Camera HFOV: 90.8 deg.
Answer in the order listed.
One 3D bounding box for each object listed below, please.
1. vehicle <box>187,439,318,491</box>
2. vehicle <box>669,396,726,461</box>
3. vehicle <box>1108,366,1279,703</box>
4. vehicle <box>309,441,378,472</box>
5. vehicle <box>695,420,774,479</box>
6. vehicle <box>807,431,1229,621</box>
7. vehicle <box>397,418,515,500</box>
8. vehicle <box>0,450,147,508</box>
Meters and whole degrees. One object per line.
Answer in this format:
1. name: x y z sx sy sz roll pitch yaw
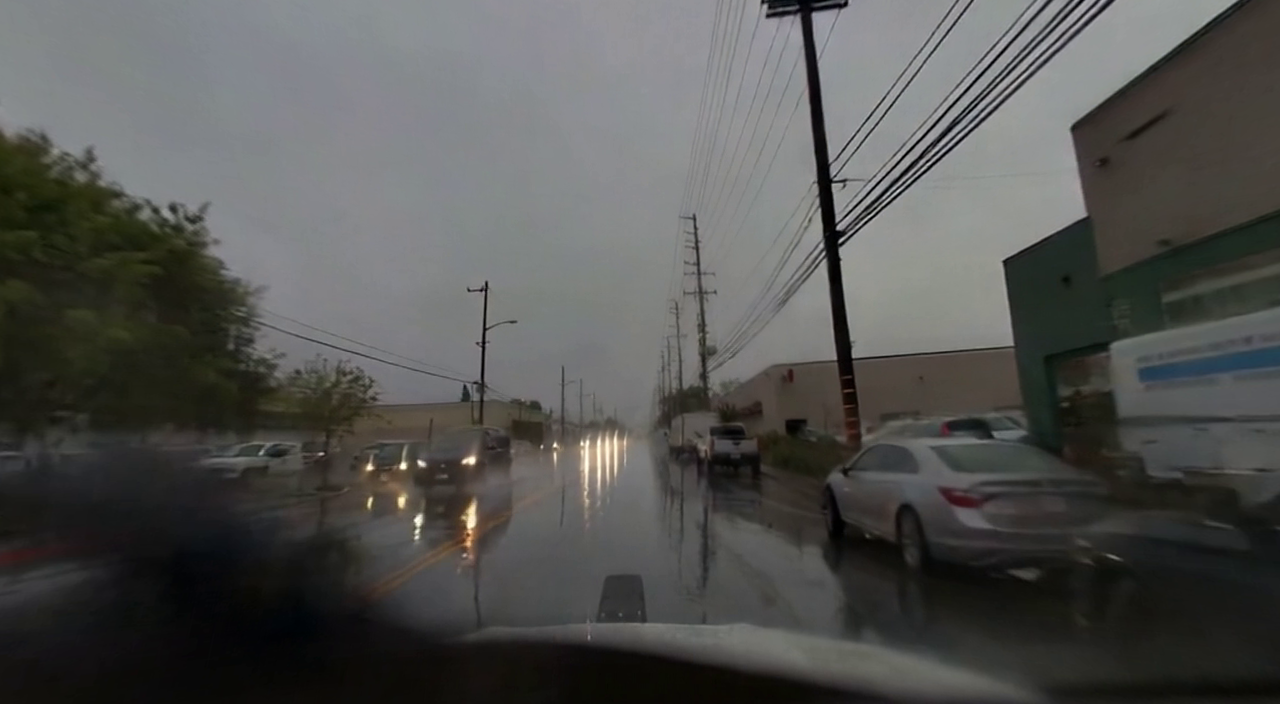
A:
1. vehicle: -14.285 4.164 23.668 2.016 1.721 4.410 0 -9 1
2. vehicle: 3.530 5.084 40.969 2.874 3.757 8.612 0 -9 0
3. vehicle: 3.607 0.652 0.993 1.911 1.654 5.061 0 -9 1
4. vehicle: -17.259 6.112 37.055 1.929 1.702 4.121 0 -9 2
5. vehicle: 3.555 3.856 25.093 2.249 2.026 6.211 0 -9 1
6. vehicle: 3.589 1.720 7.375 1.974 1.455 4.776 0 -9 0
7. vehicle: -5.106 3.055 18.351 2.254 1.963 4.823 -2 -8 -4
8. vehicle: -17.350 3.711 18.550 4.136 1.510 1.842 -1 -9 -1
